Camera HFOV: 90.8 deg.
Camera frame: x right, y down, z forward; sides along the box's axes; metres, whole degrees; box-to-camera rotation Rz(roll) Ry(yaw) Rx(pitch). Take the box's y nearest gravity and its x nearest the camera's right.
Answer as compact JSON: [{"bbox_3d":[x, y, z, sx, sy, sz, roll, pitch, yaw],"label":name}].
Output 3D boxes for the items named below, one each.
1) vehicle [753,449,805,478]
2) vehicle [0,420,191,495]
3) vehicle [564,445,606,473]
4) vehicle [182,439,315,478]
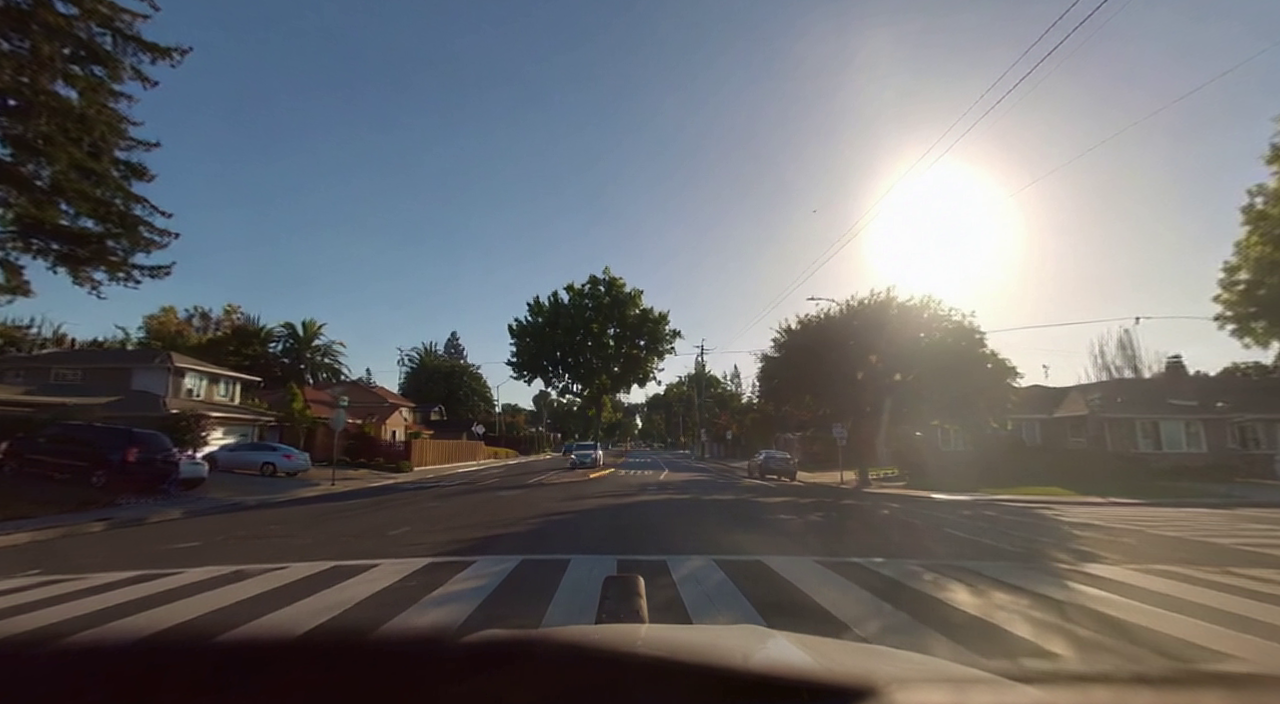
[{"bbox_3d":[8.004,6.449,36.862,2.029,1.554,4.705,0,-9,1],"label":"vehicle"},{"bbox_3d":[-17.916,3.407,20.509,4.800,2.259,2.303,0,-9,0],"label":"vehicle"},{"bbox_3d":[-3.080,6.063,36.003,2.014,1.499,3.999,0,-9,0],"label":"vehicle"},{"bbox_3d":[-17.940,4.902,29.141,4.743,1.734,1.994,0,-9,-1],"label":"vehicle"}]
